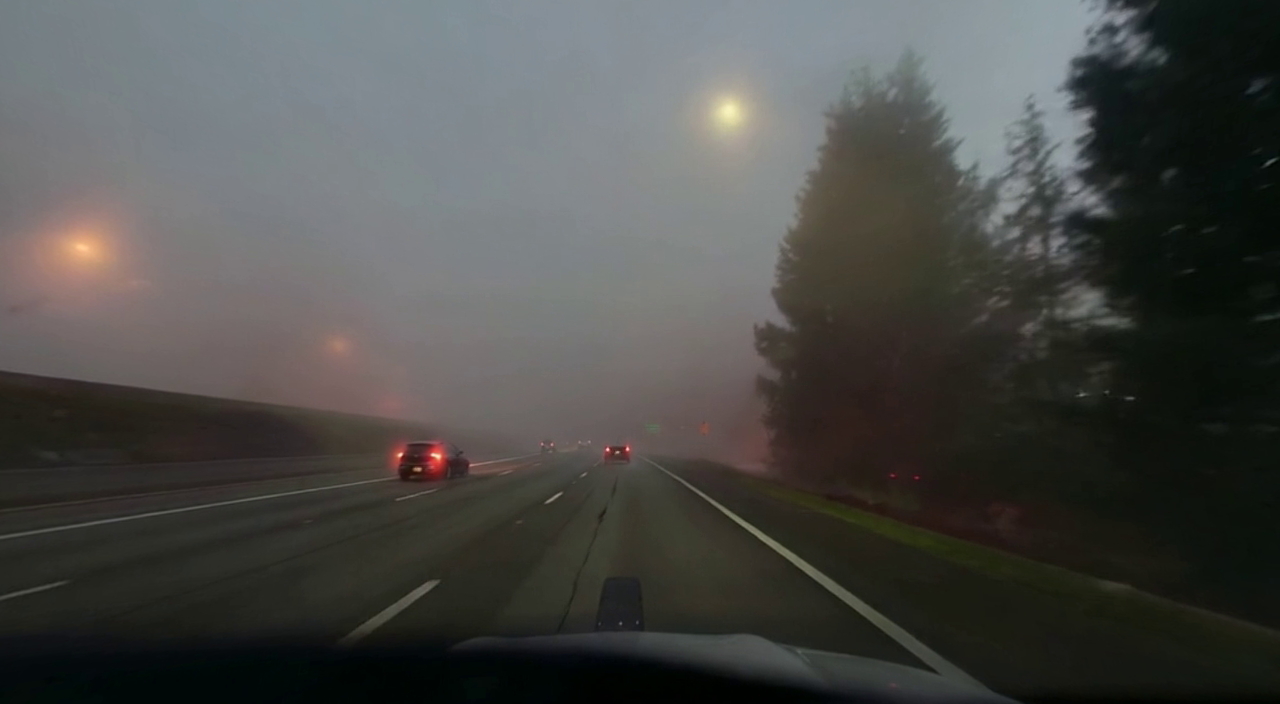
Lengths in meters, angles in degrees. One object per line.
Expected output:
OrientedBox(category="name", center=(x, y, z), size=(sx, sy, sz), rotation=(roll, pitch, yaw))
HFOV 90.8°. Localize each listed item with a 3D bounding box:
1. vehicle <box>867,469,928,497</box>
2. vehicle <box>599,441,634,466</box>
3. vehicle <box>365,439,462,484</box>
OrientedBox(category="vehicle", center=(18.834, 9.607, 46.453), size=(2.023, 1.782, 4.193), rotation=(2, -9, -12))
OrientedBox(category="vehicle", center=(-1.417, 6.146, 38.391), size=(2.038, 1.414, 4.357), rotation=(0, -9, -2))
OrientedBox(category="vehicle", center=(-8.098, 3.952, 23.040), size=(2.009, 1.454, 4.250), rotation=(0, -9, -1))
